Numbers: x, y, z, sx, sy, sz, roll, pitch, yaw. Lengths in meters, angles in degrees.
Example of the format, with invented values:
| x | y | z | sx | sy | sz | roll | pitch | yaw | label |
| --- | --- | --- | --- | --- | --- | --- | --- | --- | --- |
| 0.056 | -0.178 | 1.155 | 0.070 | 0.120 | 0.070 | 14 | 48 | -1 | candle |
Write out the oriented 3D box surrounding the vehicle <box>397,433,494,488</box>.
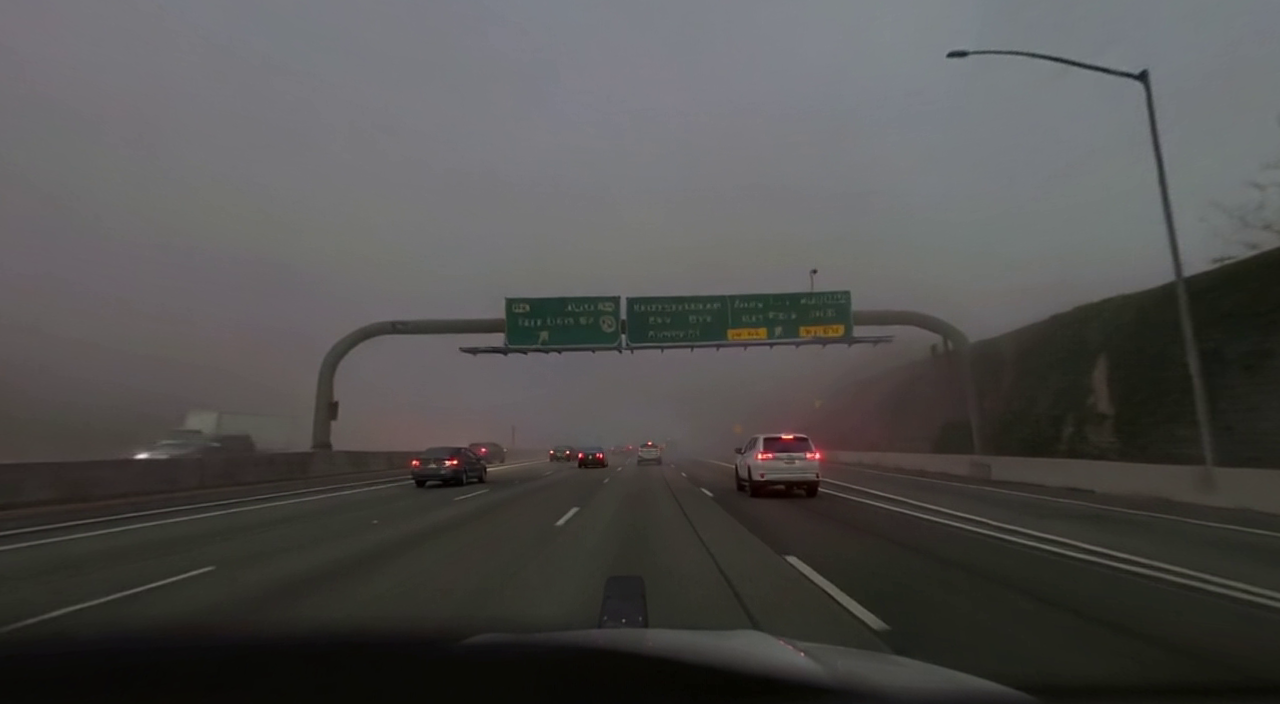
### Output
| x | y | z | sx | sy | sz | roll | pitch | yaw | label |
| --- | --- | --- | --- | --- | --- | --- | --- | --- | --- |
| -6.468 | 3.633 | 21.513 | 1.946 | 1.688 | 4.019 | 0 | -8 | 1 | vehicle |

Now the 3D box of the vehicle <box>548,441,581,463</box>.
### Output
| x | y | z | sx | sy | sz | roll | pitch | yaw | label |
| --- | --- | --- | --- | --- | --- | --- | --- | --- | --- |
| -5.901 | 7.853 | 49.696 | 1.992 | 1.604 | 3.966 | 0 | -8 | 1 | vehicle |

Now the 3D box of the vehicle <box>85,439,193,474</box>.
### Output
| x | y | z | sx | sy | sz | roll | pitch | yaw | label |
| --- | --- | --- | --- | --- | --- | --- | --- | --- | --- |
| -22.986 | 4.795 | 29.127 | 1.845 | 1.481 | 3.724 | 0 | -8 | 2 | vehicle |

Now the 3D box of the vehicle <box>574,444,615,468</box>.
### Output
| x | y | z | sx | sy | sz | roll | pitch | yaw | label |
| --- | --- | --- | --- | --- | --- | --- | --- | --- | --- |
| -2.826 | 6.569 | 40.088 | 2.205 | 1.406 | 4.286 | 0 | -8 | 2 | vehicle |

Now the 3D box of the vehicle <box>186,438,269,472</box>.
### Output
| x | y | z | sx | sy | sz | roll | pitch | yaw | label |
| --- | --- | --- | --- | --- | --- | --- | --- | --- | --- |
| -19.129 | 4.785 | 29.431 | 1.536 | 1.439 | 3.473 | -1 | -9 | 0 | vehicle |

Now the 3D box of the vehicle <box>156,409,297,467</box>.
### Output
| x | y | z | sx | sy | sz | roll | pitch | yaw | label |
| --- | --- | --- | --- | --- | --- | --- | --- | --- | --- |
| -29.462 | 6.285 | 45.798 | 2.954 | 3.722 | 10.346 | 0 | -8 | 1 | vehicle |

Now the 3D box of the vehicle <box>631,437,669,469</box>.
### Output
| x | y | z | sx | sy | sz | roll | pitch | yaw | label |
| --- | --- | --- | --- | --- | --- | --- | --- | --- | --- |
| 0.592 | 5.973 | 37.459 | 2.133 | 1.739 | 3.925 | 0 | -8 | 2 | vehicle |

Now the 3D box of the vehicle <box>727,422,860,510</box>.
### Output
| x | y | z | sx | sy | sz | roll | pitch | yaw | label |
| --- | --- | --- | --- | --- | --- | --- | --- | --- | --- |
| 3.559 | 2.736 | 15.656 | 2.083 | 1.823 | 4.627 | 0 | -8 | -1 | vehicle |
